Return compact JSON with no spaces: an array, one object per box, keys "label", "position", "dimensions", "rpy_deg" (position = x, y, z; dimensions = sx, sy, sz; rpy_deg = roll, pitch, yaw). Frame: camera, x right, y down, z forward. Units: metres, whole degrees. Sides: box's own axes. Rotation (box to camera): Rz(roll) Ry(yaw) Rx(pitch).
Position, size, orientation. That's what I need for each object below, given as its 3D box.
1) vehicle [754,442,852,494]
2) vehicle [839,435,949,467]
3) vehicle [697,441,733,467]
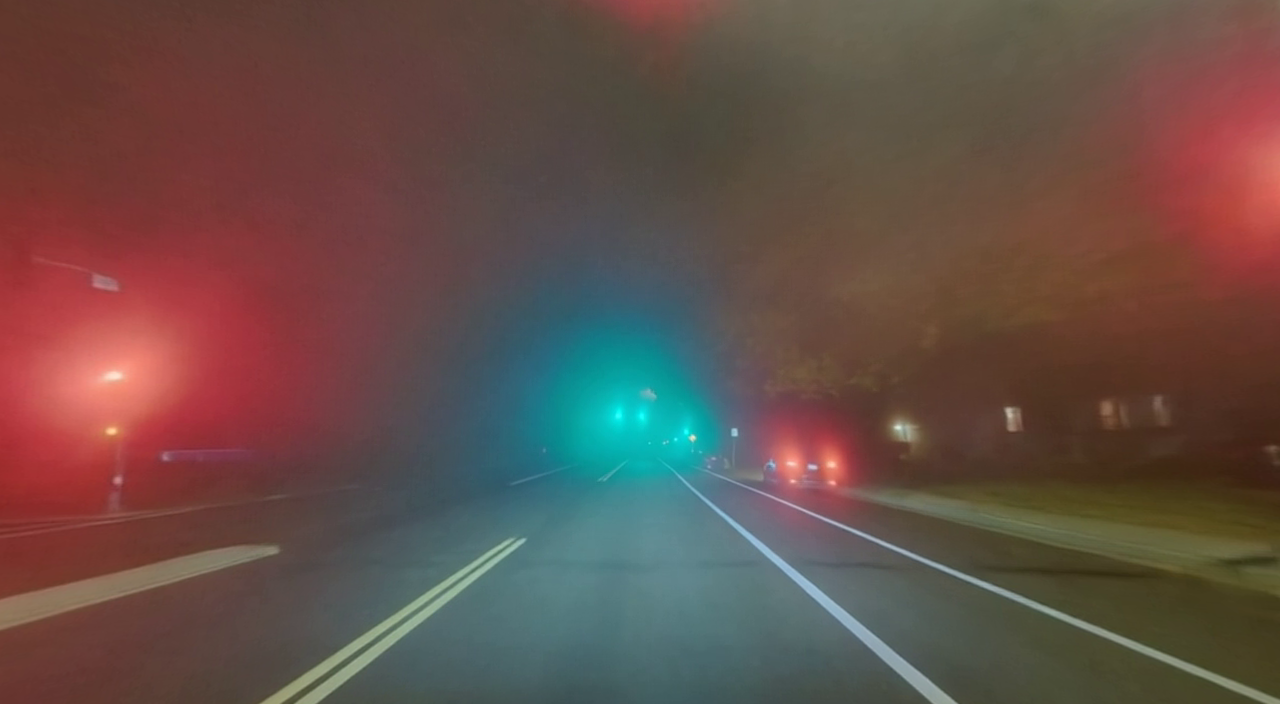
[{"label":"vehicle","position":[5.171,3.738,20.720],"dimensions":[2.032,1.478,5.040],"rpy_deg":[0,-9,2]},{"label":"vehicle","position":[12.253,4.806,30.577],"dimensions":[4.502,1.470,1.839],"rpy_deg":[0,-9,0]},{"label":"vehicle","position":[5.343,7.353,45.425],"dimensions":[2.069,1.743,4.595],"rpy_deg":[0,-9,0]}]
